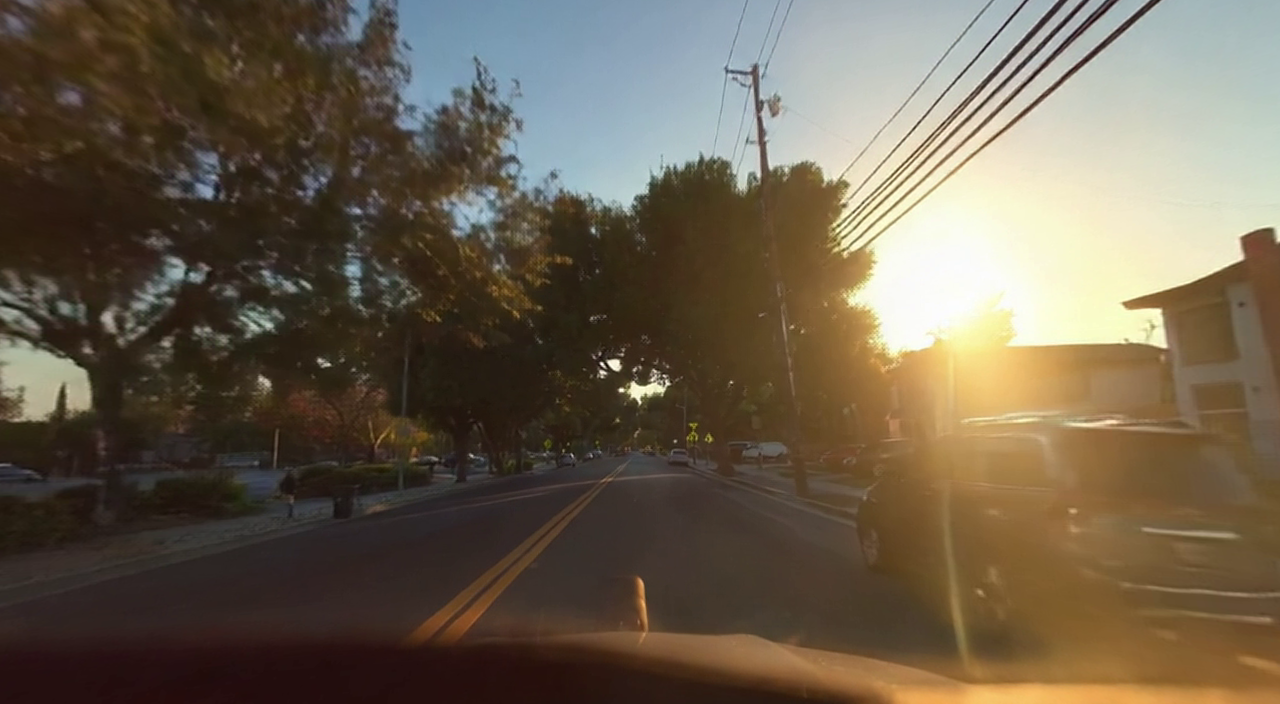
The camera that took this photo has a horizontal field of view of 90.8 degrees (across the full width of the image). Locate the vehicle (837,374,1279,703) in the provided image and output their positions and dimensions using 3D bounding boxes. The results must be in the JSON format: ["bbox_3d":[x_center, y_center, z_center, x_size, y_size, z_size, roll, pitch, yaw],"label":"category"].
[{"bbox_3d":[3.460,1.413,5.659,1.949,1.807,4.224,4,-9,-1],"label":"vehicle"}]
